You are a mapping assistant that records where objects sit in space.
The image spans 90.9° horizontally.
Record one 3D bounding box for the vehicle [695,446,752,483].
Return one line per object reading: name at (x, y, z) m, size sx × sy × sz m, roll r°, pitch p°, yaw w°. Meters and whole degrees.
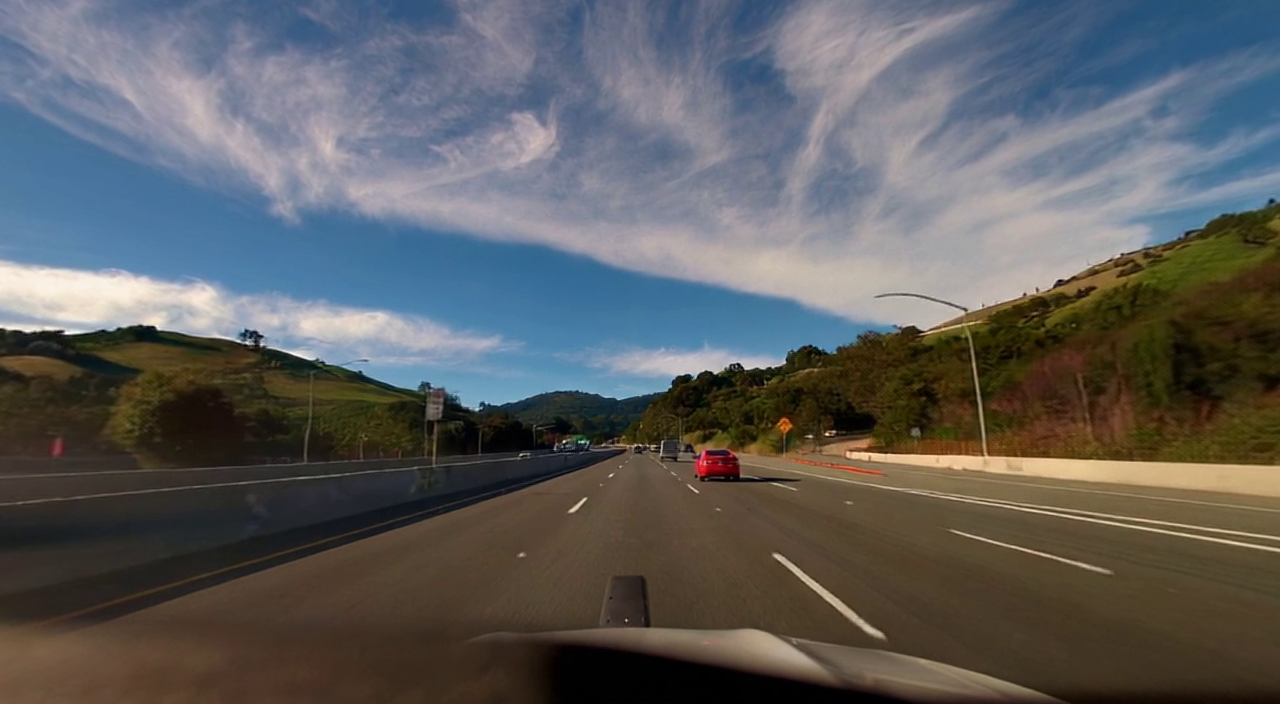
vehicle at (3.657, 5.004, 28.363) m, size 1.916 × 1.469 × 4.481 m, roll 0°, pitch -8°, yaw -1°
